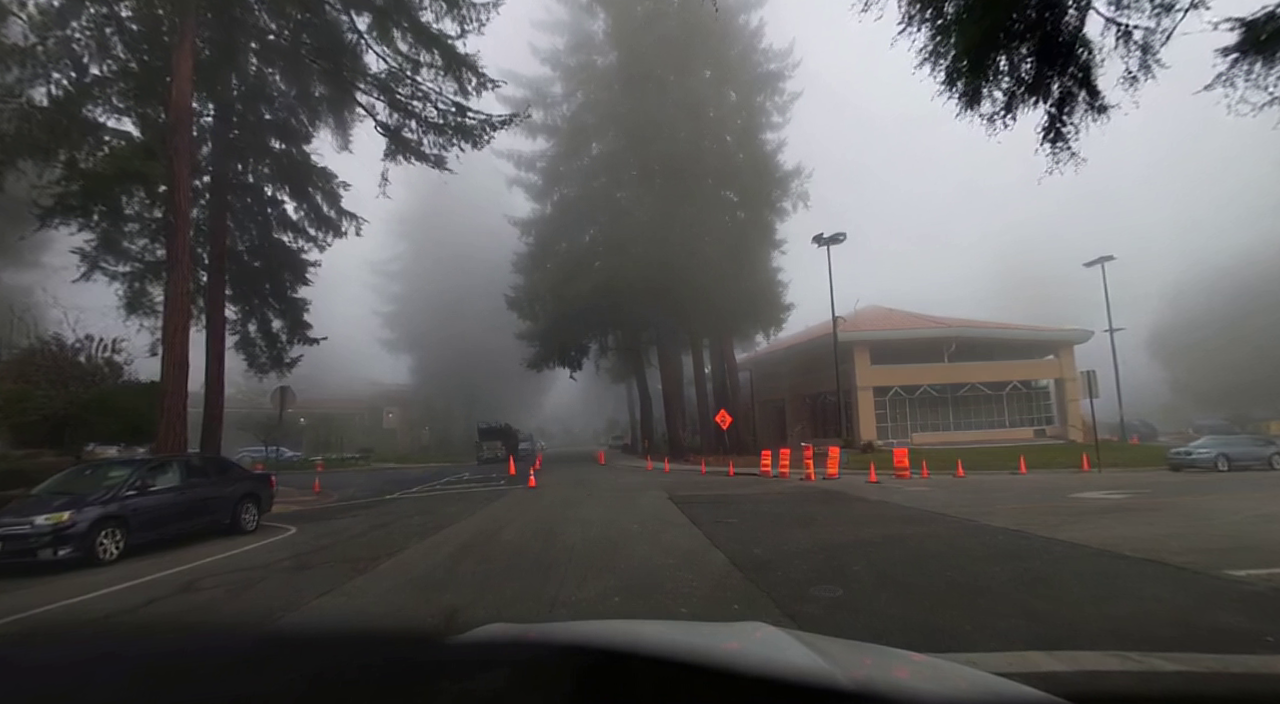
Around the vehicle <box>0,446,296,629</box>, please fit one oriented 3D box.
[{"bbox_3d":[-7.622,2.039,7.814,2.961,1.701,7.563,0,-8,-4],"label":"vehicle"}]
